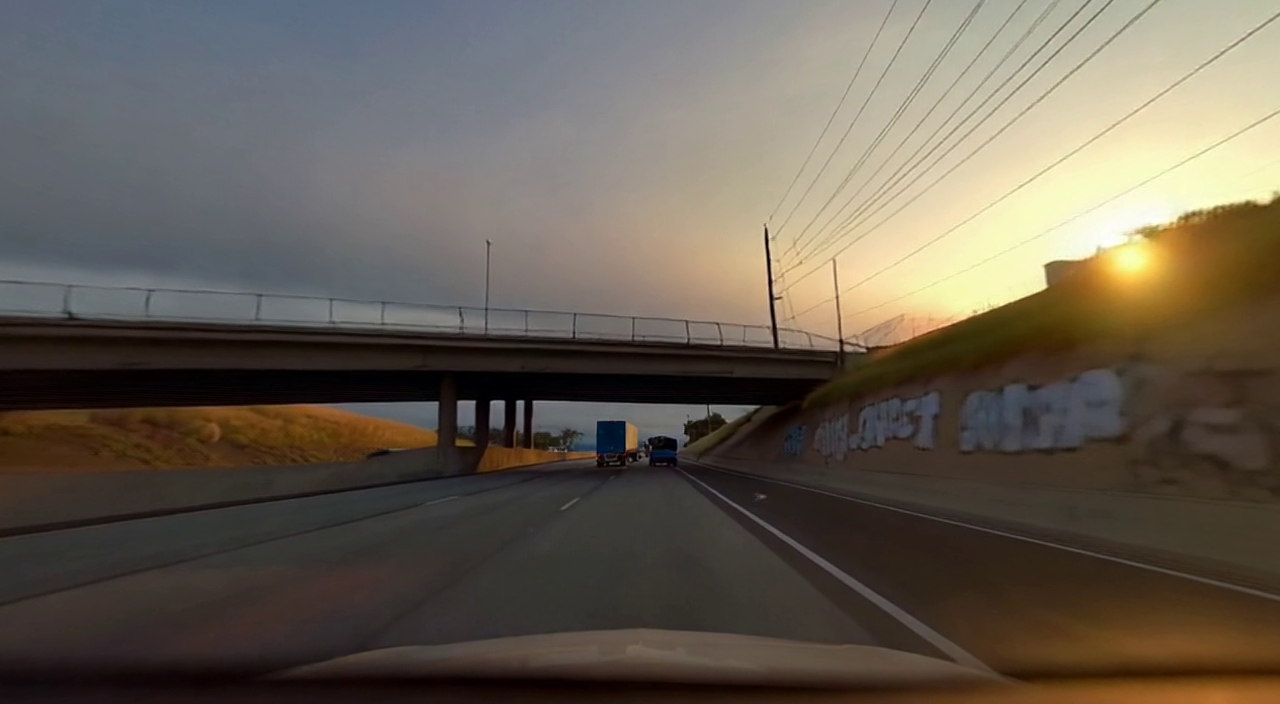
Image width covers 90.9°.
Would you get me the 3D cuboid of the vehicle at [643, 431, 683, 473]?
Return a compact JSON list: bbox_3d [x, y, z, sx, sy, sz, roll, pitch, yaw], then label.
[{"bbox_3d":[1.468,6.810,42.863,2.462,2.627,5.799,0,-9,-1],"label":"vehicle"}]
